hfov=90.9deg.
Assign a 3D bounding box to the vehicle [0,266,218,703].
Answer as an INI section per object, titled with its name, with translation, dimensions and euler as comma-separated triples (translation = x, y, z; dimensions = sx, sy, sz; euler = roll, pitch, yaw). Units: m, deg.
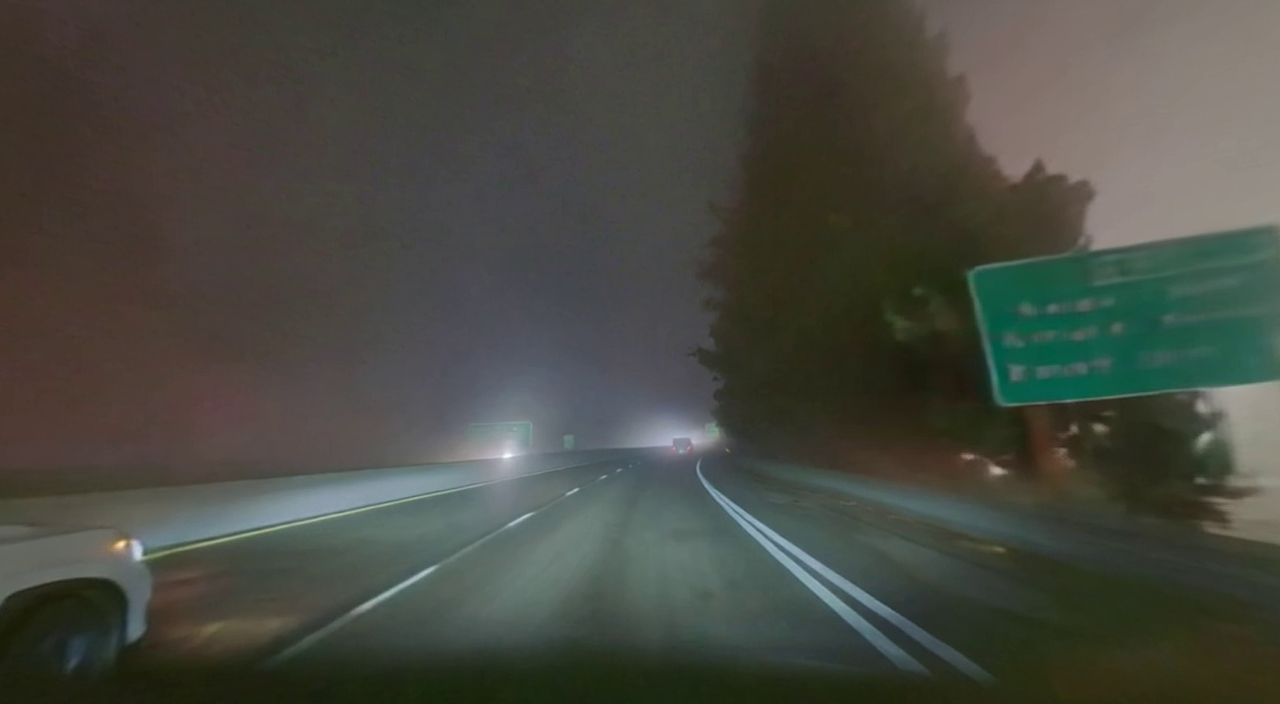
[vehicle]
translation = -3.330, 0.365, 0.332
dimensions = 2.143, 1.851, 5.817
euler = -1, -8, 1
